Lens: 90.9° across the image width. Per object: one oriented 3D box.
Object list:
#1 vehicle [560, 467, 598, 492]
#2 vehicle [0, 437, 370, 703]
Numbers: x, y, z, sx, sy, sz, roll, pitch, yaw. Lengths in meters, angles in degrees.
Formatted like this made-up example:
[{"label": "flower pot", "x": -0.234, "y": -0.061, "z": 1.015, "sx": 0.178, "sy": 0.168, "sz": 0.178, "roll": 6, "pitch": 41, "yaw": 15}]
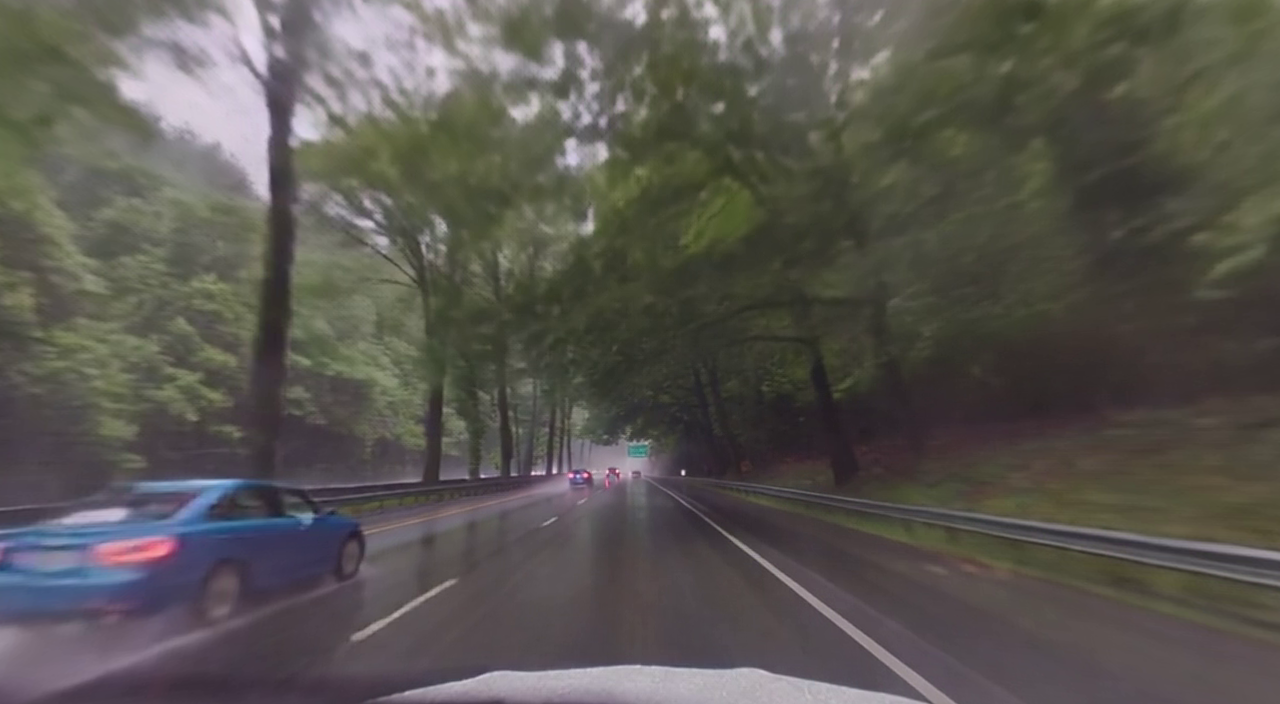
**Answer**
[{"label": "vehicle", "x": -3.846, "y": 8.130, "z": 40.311, "sx": 1.954, "sy": 1.509, "sz": 4.094, "roll": 1, "pitch": -11, "yaw": 0}, {"label": "vehicle", "x": -4.042, "y": 1.459, "z": 4.703, "sx": 1.995, "sy": 1.467, "sz": 4.467, "roll": 1, "pitch": -11, "yaw": 1}]
